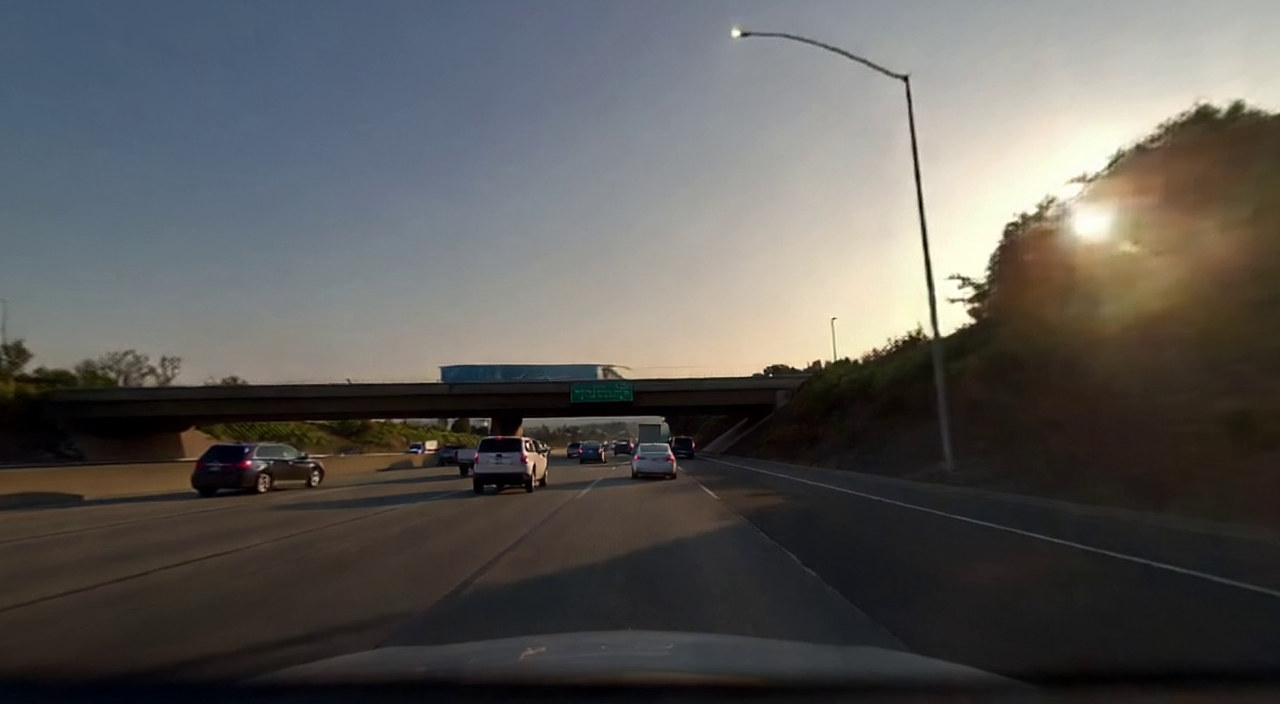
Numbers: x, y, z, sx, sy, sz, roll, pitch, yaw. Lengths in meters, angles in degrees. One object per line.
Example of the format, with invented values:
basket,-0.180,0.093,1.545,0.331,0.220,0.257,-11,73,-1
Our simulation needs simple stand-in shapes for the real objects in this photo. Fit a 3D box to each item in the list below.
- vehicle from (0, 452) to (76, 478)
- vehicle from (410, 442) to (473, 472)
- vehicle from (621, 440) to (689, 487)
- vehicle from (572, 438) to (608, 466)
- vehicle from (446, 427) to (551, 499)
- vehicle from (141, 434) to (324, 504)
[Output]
vehicle,-36.124,6.726,37.645,1.541,1.414,3.511,0,-8,1
vehicle,-10.767,5.708,34.582,1.902,1.478,4.505,0,-8,1
vehicle,0.463,3.718,21.359,2.054,1.421,4.090,0,-8,0
vehicle,-3.120,6.346,40.074,1.897,1.646,4.049,0,-8,1
vehicle,-3.743,3.014,17.524,1.903,1.721,4.210,0,-8,1
vehicle,-10.593,3.047,16.881,1.941,1.602,4.277,0,-8,2
